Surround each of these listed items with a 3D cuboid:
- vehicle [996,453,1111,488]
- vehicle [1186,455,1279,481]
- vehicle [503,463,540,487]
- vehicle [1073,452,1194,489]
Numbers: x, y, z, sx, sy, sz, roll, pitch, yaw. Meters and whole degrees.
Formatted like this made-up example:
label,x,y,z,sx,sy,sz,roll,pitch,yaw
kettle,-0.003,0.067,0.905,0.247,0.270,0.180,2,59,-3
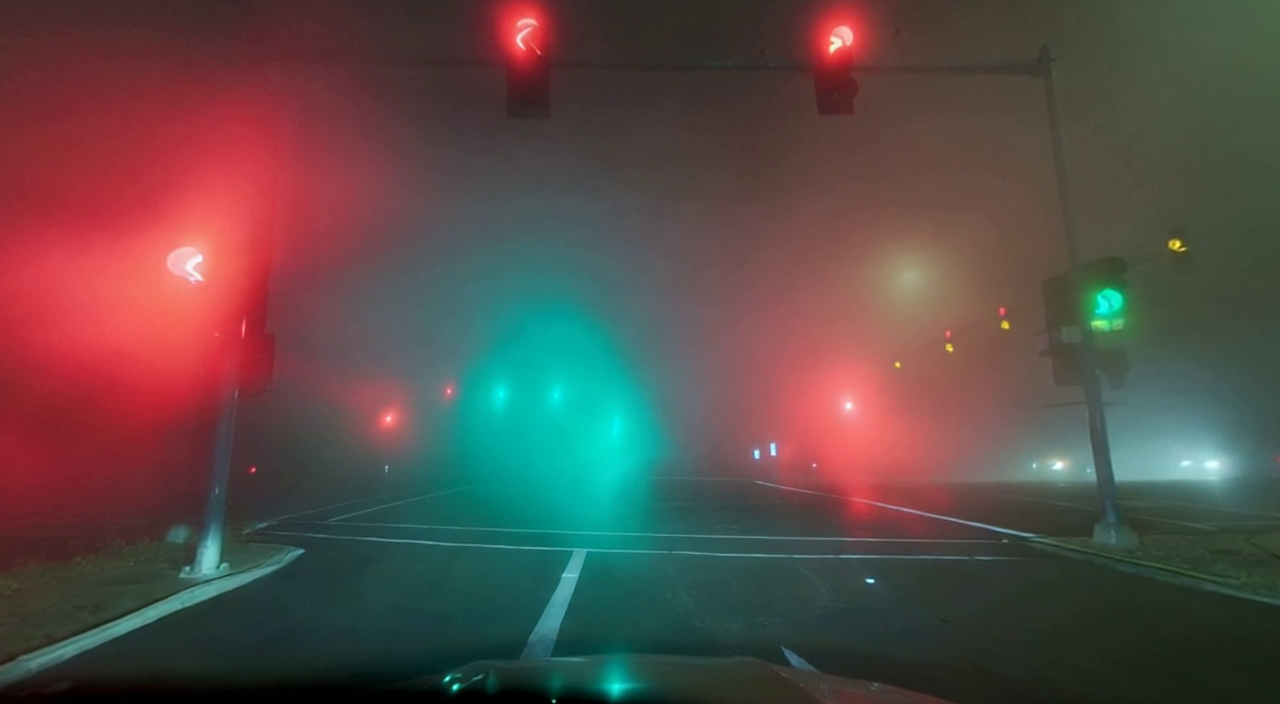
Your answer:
label,x,y,z,sx,sy,sz,roll,pitch,yaw
vehicle,21.221,6.116,32.461,4.455,1.647,2.124,1,-12,-6
vehicle,36.195,6.991,37.960,4.555,1.474,1.914,-1,-9,5
vehicle,-8.951,9.294,47.798,2.045,1.608,3.709,0,-8,1
vehicle,22.718,5.453,29.109,3.998,1.590,1.936,1,-11,-6
